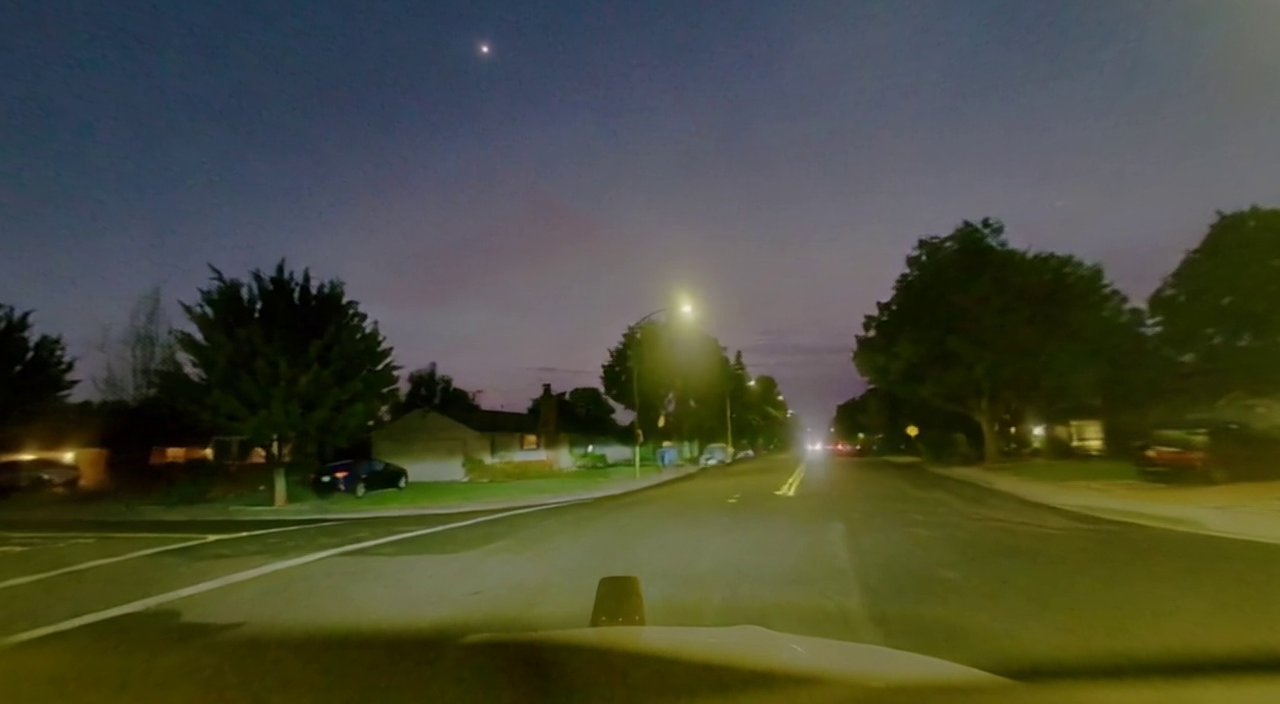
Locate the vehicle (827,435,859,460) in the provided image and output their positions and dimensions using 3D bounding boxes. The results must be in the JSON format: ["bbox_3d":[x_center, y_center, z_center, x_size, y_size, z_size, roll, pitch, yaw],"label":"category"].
[{"bbox_3d":[15.038,7.116,46.913,2.116,1.711,4.155,-3,-9,16],"label":"vehicle"}]

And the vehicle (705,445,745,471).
[{"bbox_3d":[5.706,7.010,41.929,2.075,1.551,4.074,-3,-9,15],"label":"vehicle"}]

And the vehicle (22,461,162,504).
[{"bbox_3d":[-24.527,5.798,28.492,1.978,1.666,4.230,-3,-9,16],"label":"vehicle"}]

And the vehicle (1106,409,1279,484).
[{"bbox_3d":[15.397,2.732,18.008,2.130,1.836,4.464,-4,-10,21],"label":"vehicle"}]

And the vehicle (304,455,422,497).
[{"bbox_3d":[-11.222,5.037,25.995,1.917,1.499,4.569,-3,-9,16],"label":"vehicle"}]
